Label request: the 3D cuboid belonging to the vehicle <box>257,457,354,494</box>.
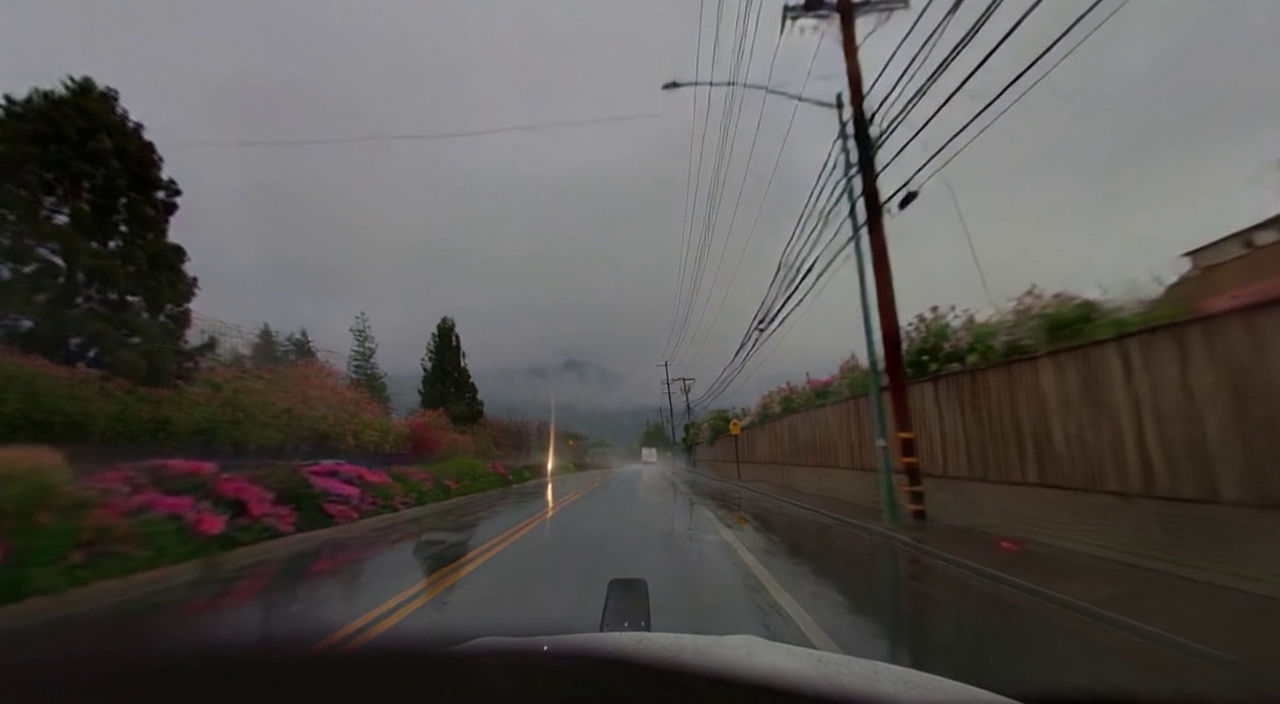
[{"bbox_3d":[-15.192,5.596,28.958,1.839,1.447,4.585,0,-8,1],"label":"vehicle"}]
